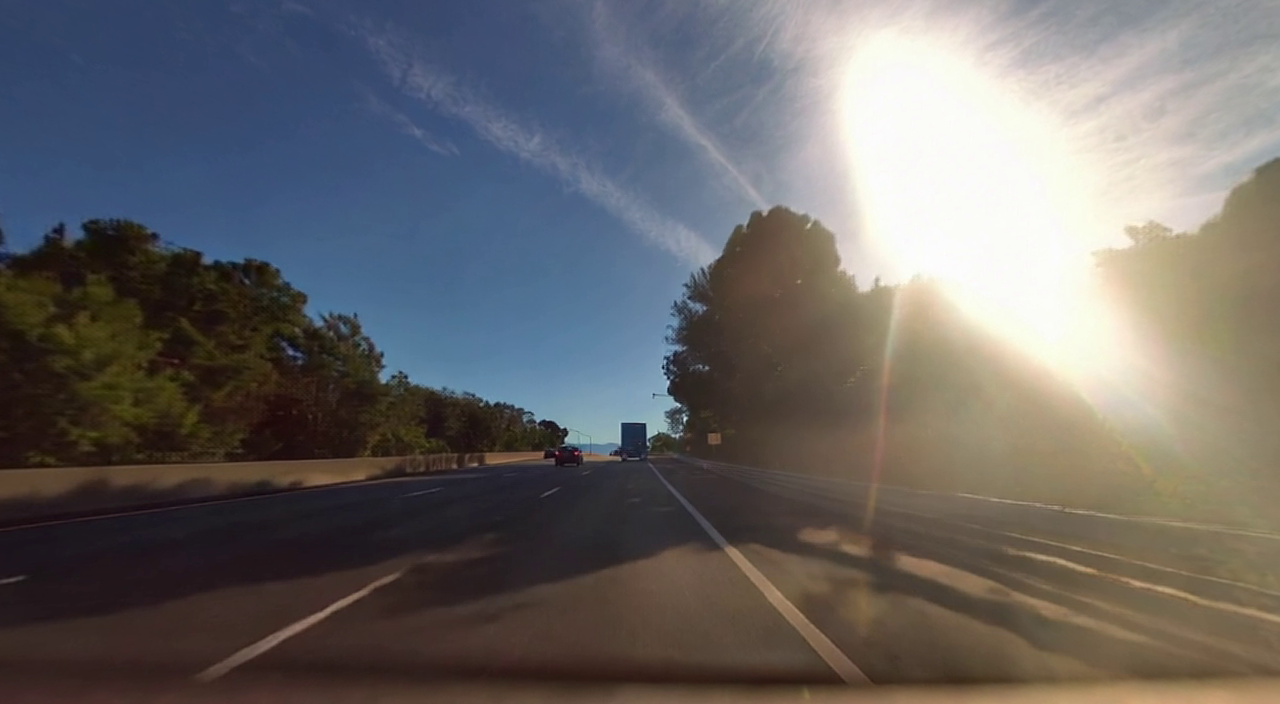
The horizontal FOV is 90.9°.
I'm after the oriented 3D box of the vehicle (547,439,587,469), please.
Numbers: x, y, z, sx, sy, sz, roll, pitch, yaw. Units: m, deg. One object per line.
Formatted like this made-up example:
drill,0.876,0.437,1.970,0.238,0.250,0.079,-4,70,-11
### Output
vehicle,-4.805,6.831,42.315,2.124,1.888,5.226,0,-9,0
